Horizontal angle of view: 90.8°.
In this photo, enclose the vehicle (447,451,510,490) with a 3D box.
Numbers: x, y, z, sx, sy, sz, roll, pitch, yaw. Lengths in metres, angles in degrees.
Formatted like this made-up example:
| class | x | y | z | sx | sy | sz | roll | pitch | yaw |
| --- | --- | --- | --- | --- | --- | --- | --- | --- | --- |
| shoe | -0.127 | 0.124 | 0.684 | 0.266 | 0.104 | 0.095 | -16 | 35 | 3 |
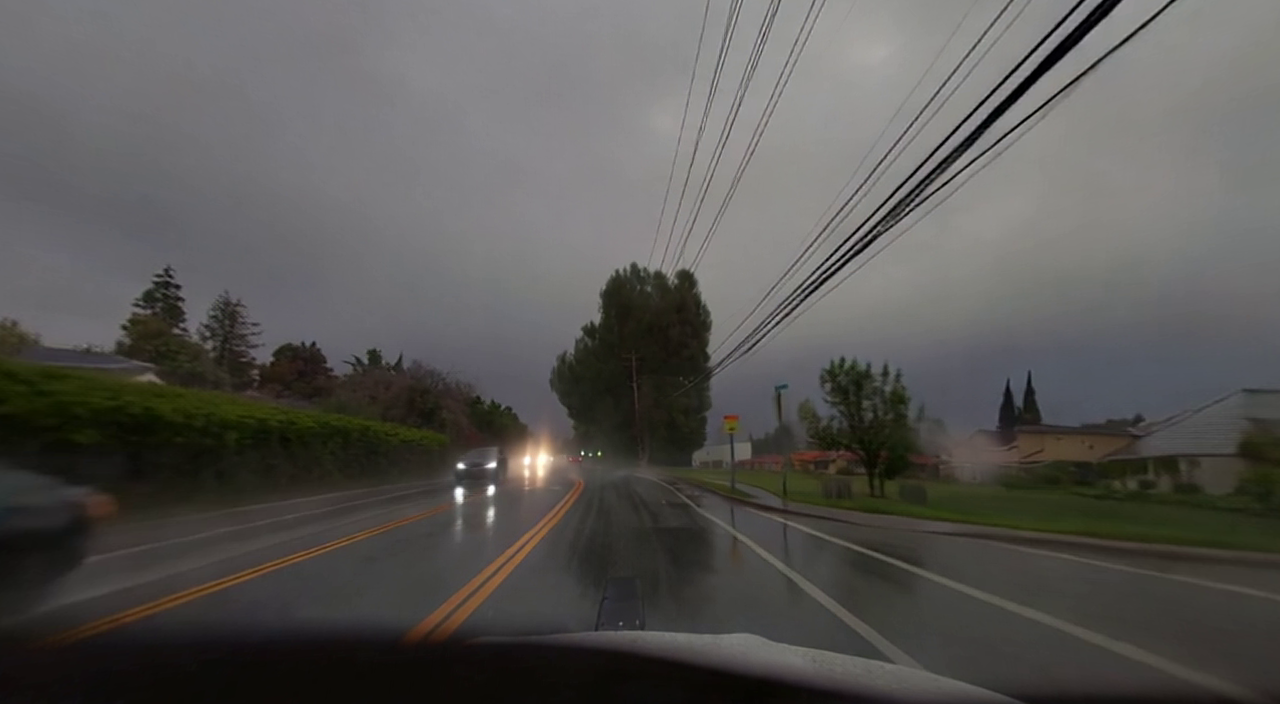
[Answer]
| class | x | y | z | sx | sy | sz | roll | pitch | yaw |
| --- | --- | --- | --- | --- | --- | --- | --- | --- | --- |
| vehicle | -7.647 | 5.647 | 30.394 | 2.116 | 1.672 | 4.438 | 0 | -9 | -4 |
